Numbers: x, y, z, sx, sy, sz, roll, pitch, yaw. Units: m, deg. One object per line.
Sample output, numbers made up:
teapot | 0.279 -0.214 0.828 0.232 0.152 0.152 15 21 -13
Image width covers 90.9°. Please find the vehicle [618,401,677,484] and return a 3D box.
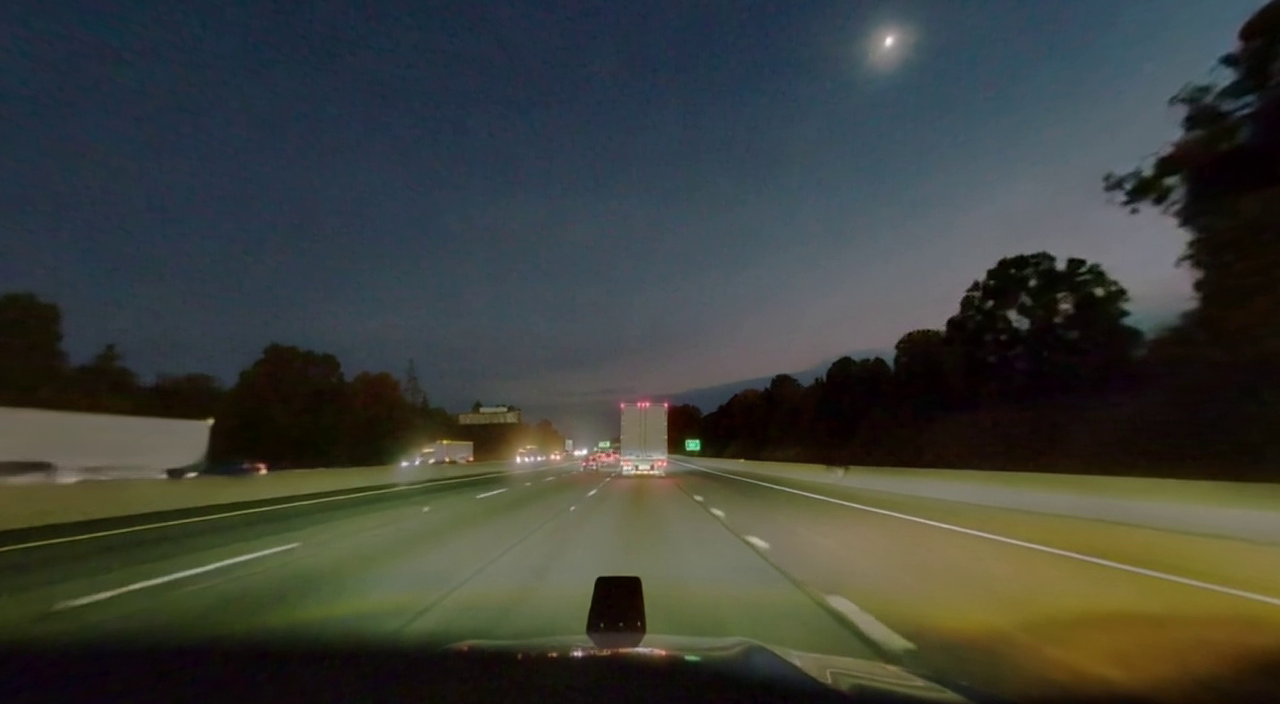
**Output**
vehicle | 0.237 5.419 37.163 2.875 4.056 12.312 0 -9 -1

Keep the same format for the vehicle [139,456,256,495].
vehicle | -18.628 5.202 26.802 1.810 1.486 4.269 0 -9 1

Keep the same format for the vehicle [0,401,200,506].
vehicle | -26.024 4.490 27.982 2.846 3.978 13.837 0 -9 1
